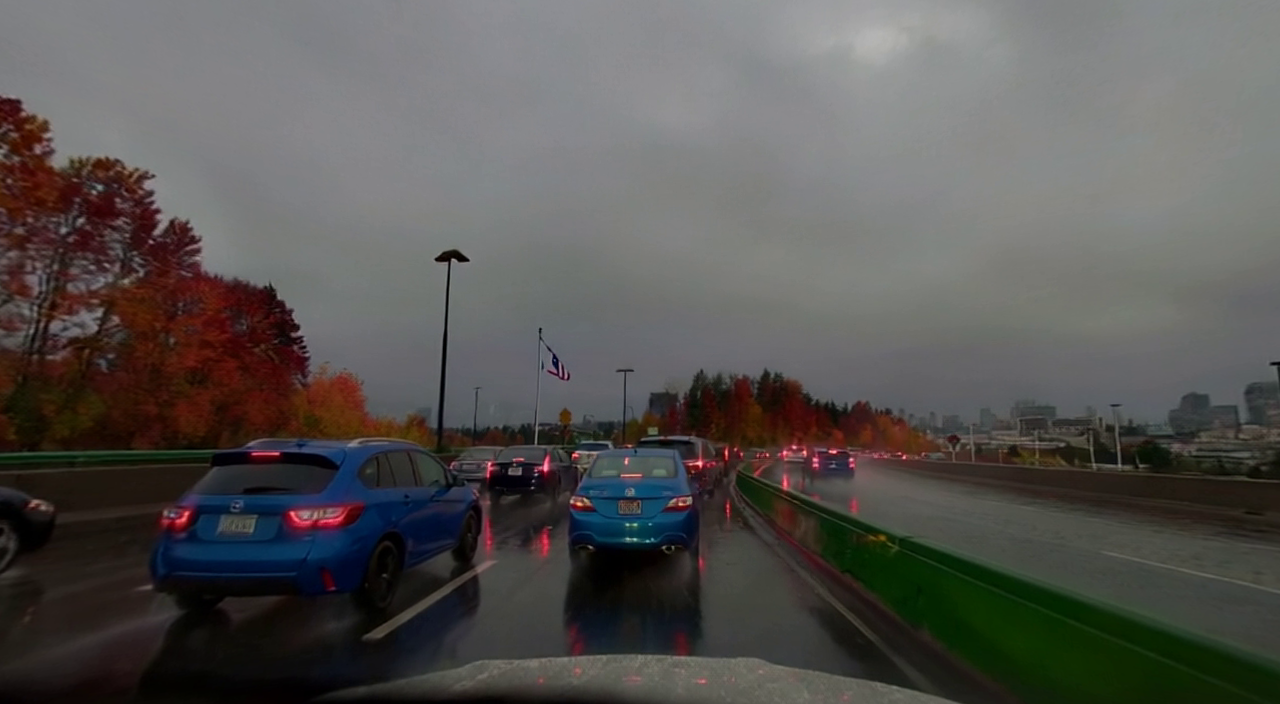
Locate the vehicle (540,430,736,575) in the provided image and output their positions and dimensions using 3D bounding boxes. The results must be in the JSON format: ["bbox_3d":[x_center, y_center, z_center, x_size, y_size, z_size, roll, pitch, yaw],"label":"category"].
[{"bbox_3d":[0.096,1.927,8.919,2.090,1.506,4.276,0,-9,3],"label":"vehicle"}]

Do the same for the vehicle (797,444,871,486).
[{"bbox_3d":[8.109,4.736,26.741,2.011,1.610,4.568,0,-9,5],"label":"vehicle"}]

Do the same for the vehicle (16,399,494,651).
[{"bbox_3d":[-3.075,1.465,6.384,1.988,1.635,4.260,0,-9,3],"label":"vehicle"}]

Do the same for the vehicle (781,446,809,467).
[{"bbox_3d":[12.205,8.268,49.800,1.944,1.544,4.301,-1,-9,12],"label":"vehicle"}]
